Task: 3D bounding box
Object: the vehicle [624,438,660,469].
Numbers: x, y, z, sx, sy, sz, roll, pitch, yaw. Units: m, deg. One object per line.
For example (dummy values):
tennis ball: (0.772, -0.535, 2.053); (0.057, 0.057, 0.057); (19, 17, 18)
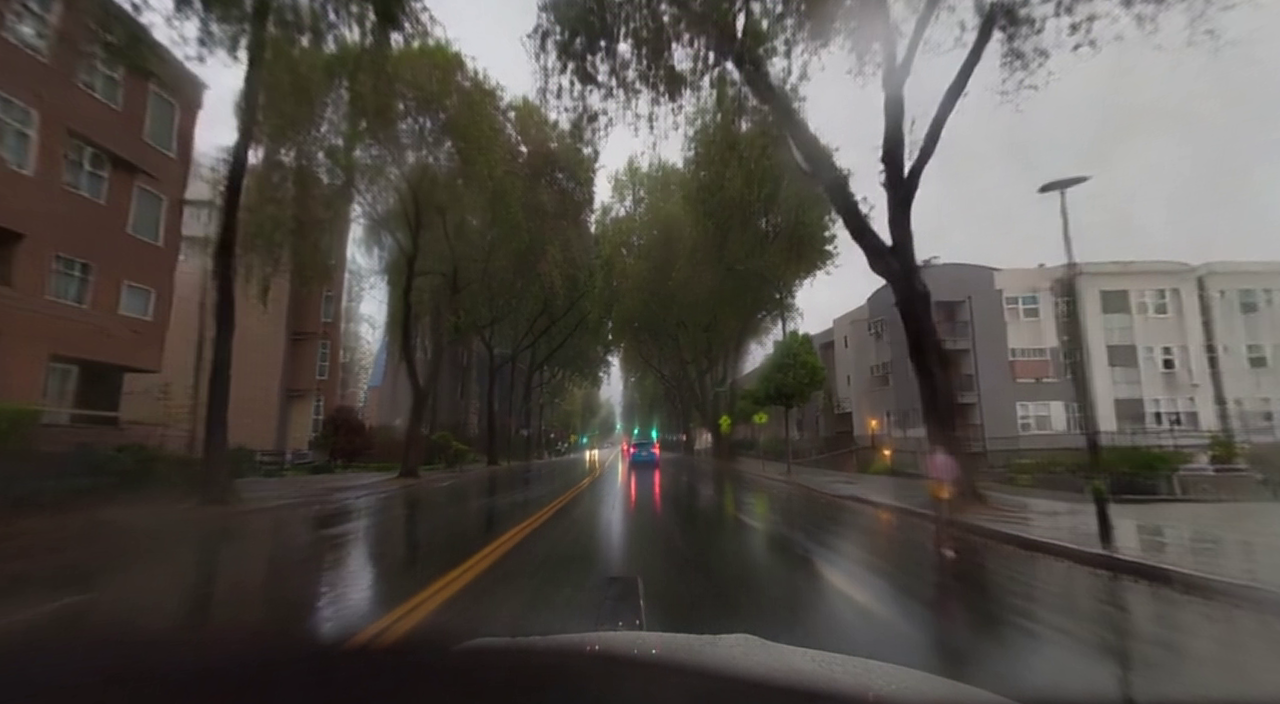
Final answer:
vehicle: (0.142, 5.868, 36.667); (1.981, 1.703, 3.691); (0, -8, 0)
